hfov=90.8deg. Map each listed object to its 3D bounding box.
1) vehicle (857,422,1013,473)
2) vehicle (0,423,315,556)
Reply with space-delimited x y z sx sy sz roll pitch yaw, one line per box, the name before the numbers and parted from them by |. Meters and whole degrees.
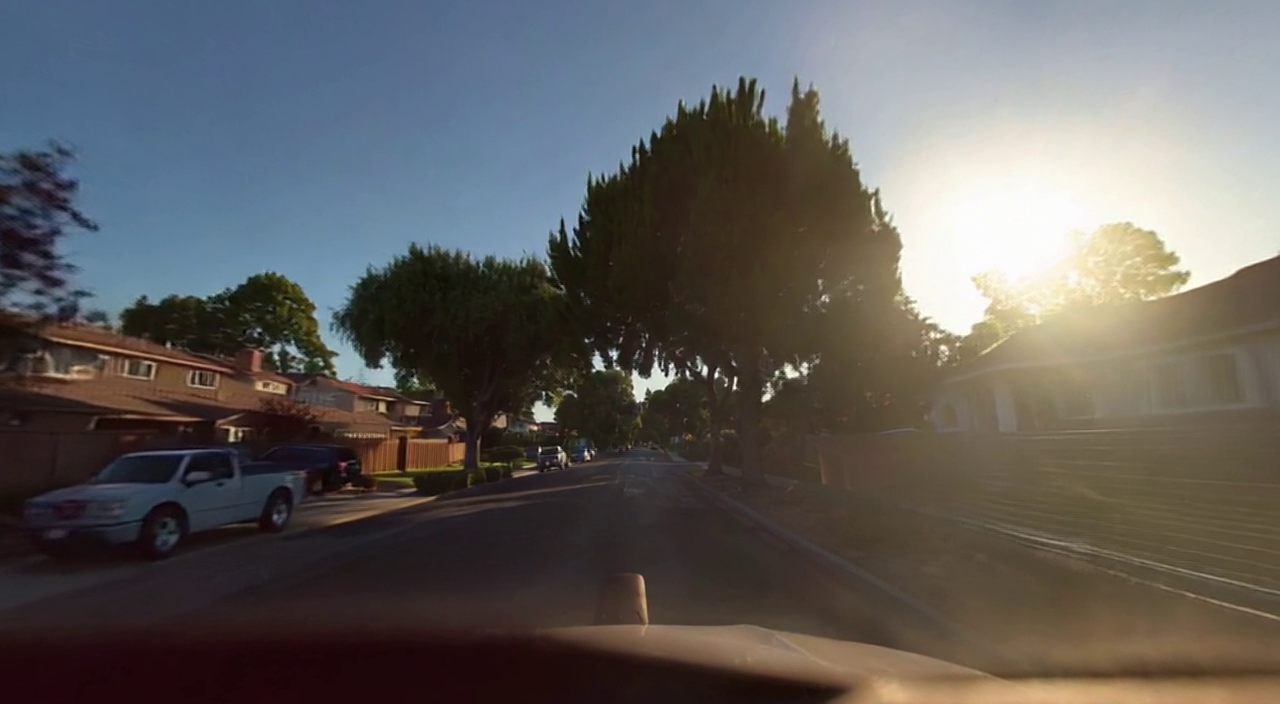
vehicle | 12.093 3.931 26.115 5.367 1.953 2.257 1 -9 -9
vehicle | -8.427 2.391 11.518 2.352 1.843 4.979 -1 -10 0
